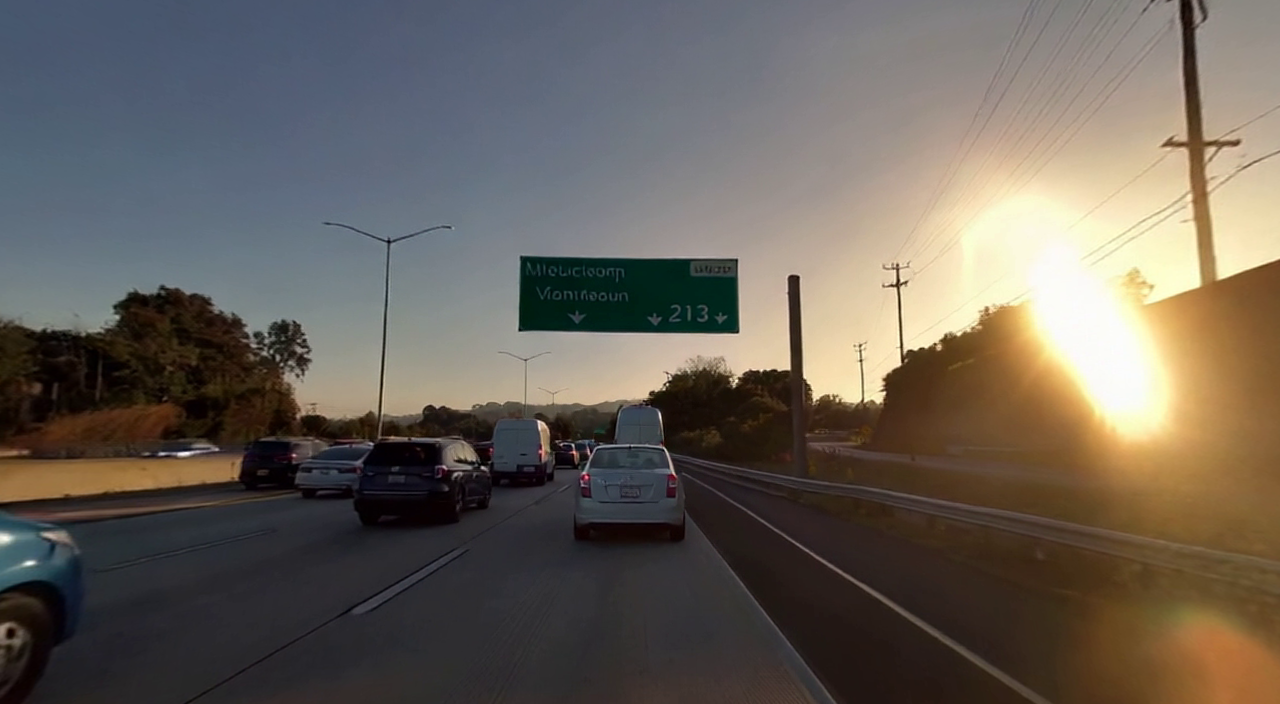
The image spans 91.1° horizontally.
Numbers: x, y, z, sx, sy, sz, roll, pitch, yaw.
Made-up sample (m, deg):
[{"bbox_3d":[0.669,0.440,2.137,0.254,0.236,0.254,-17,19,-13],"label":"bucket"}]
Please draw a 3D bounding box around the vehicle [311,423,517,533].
[{"bbox_3d":[-3.888,2.243,11.823,2.114,1.657,4.432,0,-8,2],"label":"vehicle"}]

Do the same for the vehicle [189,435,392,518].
[{"bbox_3d":[-7.272,2.608,13.704,1.851,1.497,4.296,0,-8,2],"label":"vehicle"}]

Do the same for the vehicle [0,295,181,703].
[{"bbox_3d":[-3.918,0.541,1.465,2.142,1.952,4.556,0,-8,1],"label":"vehicle"}]

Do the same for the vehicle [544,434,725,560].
[{"bbox_3d":[-0.053,1.951,9.220,2.054,1.421,4.090,0,-8,0],"label":"vehicle"}]
